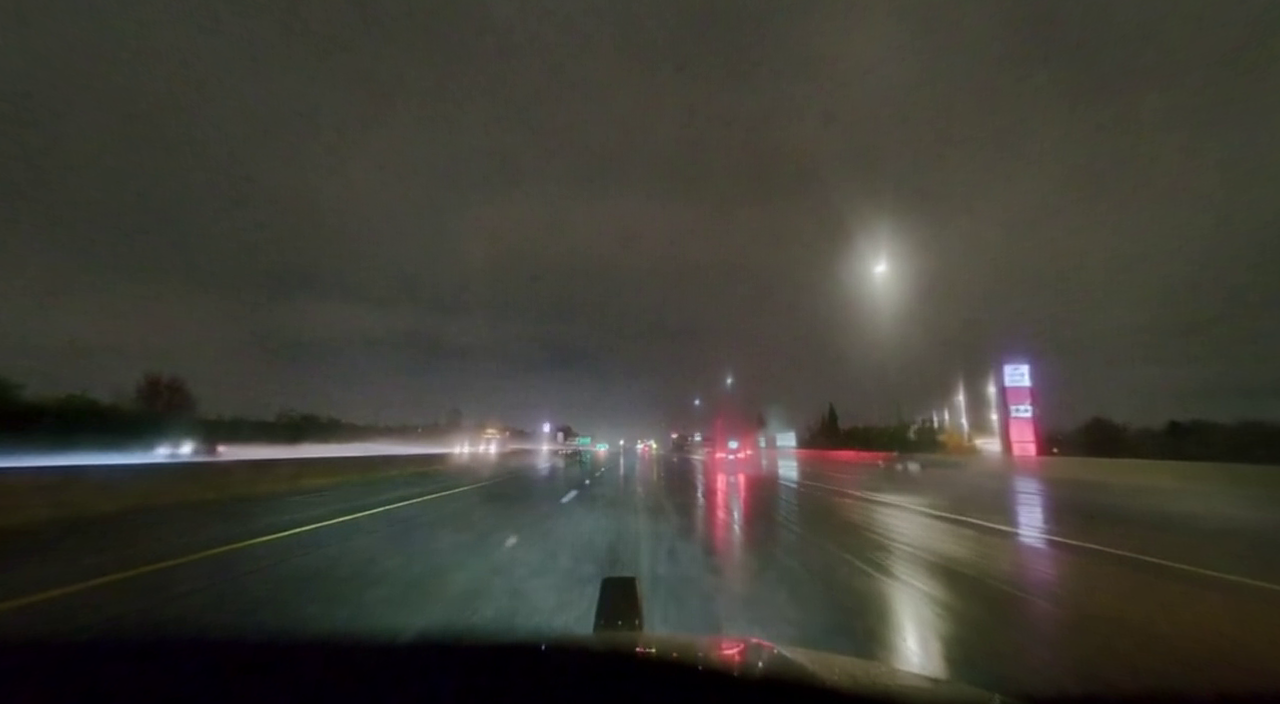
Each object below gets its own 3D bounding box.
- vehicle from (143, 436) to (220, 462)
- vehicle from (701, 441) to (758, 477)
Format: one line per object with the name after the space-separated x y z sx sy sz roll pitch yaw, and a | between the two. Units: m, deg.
-33.345 7.088 45.914 2.004 1.820 4.685 -1 -9 0 | vehicle
4.105 5.030 29.622 1.984 1.540 3.973 0 -9 -2 | vehicle
